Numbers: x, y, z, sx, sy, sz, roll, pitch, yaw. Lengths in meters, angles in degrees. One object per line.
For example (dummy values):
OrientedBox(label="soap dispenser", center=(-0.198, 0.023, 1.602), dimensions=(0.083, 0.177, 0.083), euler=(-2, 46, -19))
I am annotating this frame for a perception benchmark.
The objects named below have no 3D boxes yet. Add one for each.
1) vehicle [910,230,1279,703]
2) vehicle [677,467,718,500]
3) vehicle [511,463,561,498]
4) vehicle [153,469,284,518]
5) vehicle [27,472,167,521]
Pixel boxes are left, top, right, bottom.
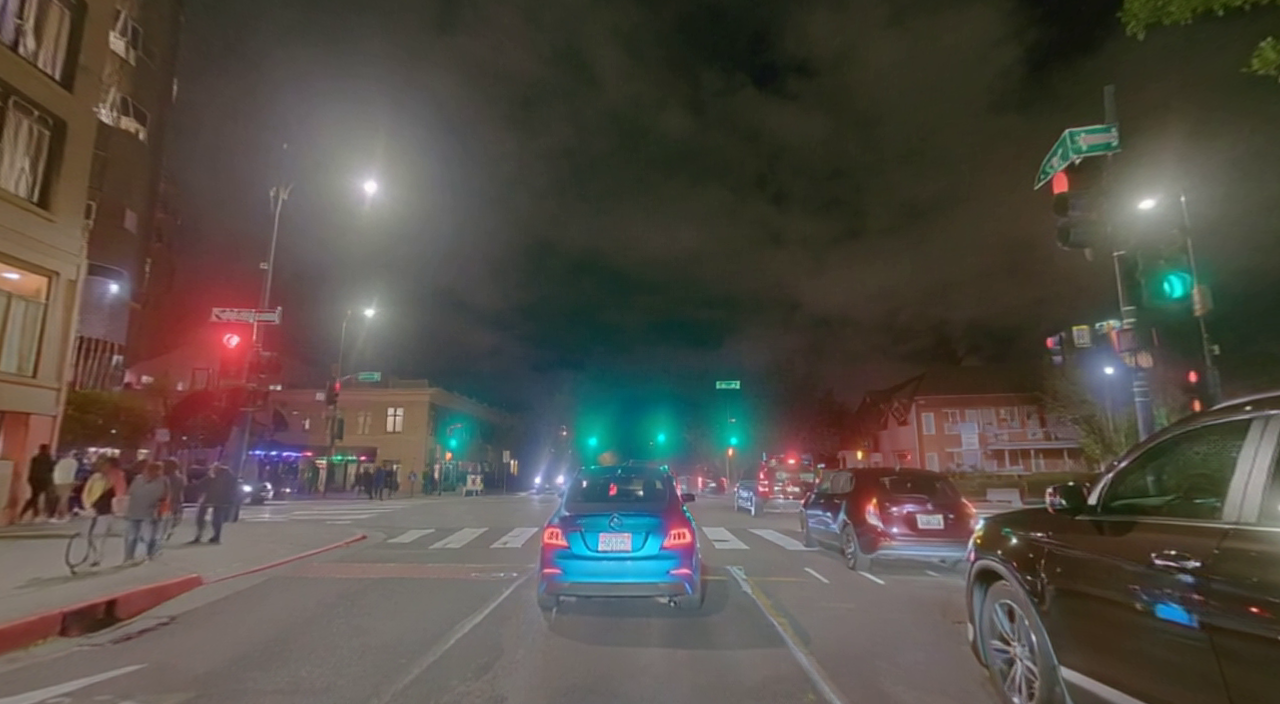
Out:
OrientedBox(label="vehicle", center=(3.208, 0.541, 1.245), dimensions=(2.632, 1.979, 6.096), euler=(0, -8, 0))
OrientedBox(label="vehicle", center=(3.464, 8.054, 38.809), dimensions=(1.908, 1.741, 4.066), euler=(0, -9, -3))
OrientedBox(label="vehicle", center=(-6.351, 7.902, 39.006), dimensions=(2.226, 1.896, 4.438), euler=(-1, -8, 1))
OrientedBox(label="vehicle", center=(-19.781, 6.626, 29.711), dimensions=(4.750, 2.083, 2.002), euler=(-1, -9, 3))
OrientedBox(label="vehicle", center=(-25.483, 6.781, 29.720), dimensions=(4.588, 2.048, 2.110), euler=(0, -9, 1))
